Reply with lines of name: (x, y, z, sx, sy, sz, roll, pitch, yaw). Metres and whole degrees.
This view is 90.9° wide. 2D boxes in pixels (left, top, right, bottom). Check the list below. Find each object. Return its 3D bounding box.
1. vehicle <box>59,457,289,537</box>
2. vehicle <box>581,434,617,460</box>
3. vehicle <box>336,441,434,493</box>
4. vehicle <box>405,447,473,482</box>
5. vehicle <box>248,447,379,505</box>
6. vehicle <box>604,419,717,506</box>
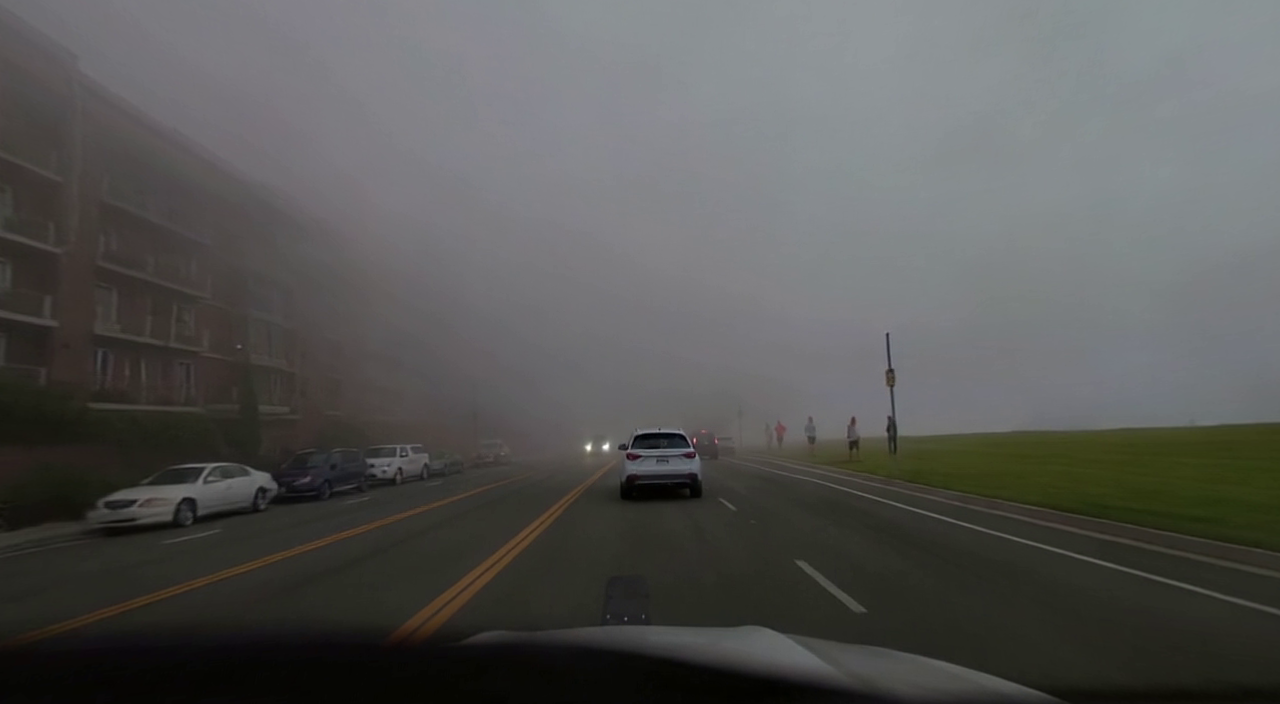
vehicle: (-10.560, 3.278, 14.880, 1.839, 1.474, 4.694, 0, -9, 0)
vehicle: (-2.805, 6.658, 44.115, 2.086, 1.702, 4.451, -1, -9, 2)
vehicle: (-10.188, 4.574, 25.633, 1.940, 1.816, 4.721, -1, -7, 1)
vehicle: (-10.012, 5.601, 31.793, 1.860, 1.487, 4.658, -1, -7, 0)
vehicle: (-10.348, 3.926, 20.418, 1.869, 1.647, 4.281, -1, -9, 1)
vehicle: (0.374, 2.383, 13.909, 2.132, 1.632, 3.838, 0, -9, -1)
